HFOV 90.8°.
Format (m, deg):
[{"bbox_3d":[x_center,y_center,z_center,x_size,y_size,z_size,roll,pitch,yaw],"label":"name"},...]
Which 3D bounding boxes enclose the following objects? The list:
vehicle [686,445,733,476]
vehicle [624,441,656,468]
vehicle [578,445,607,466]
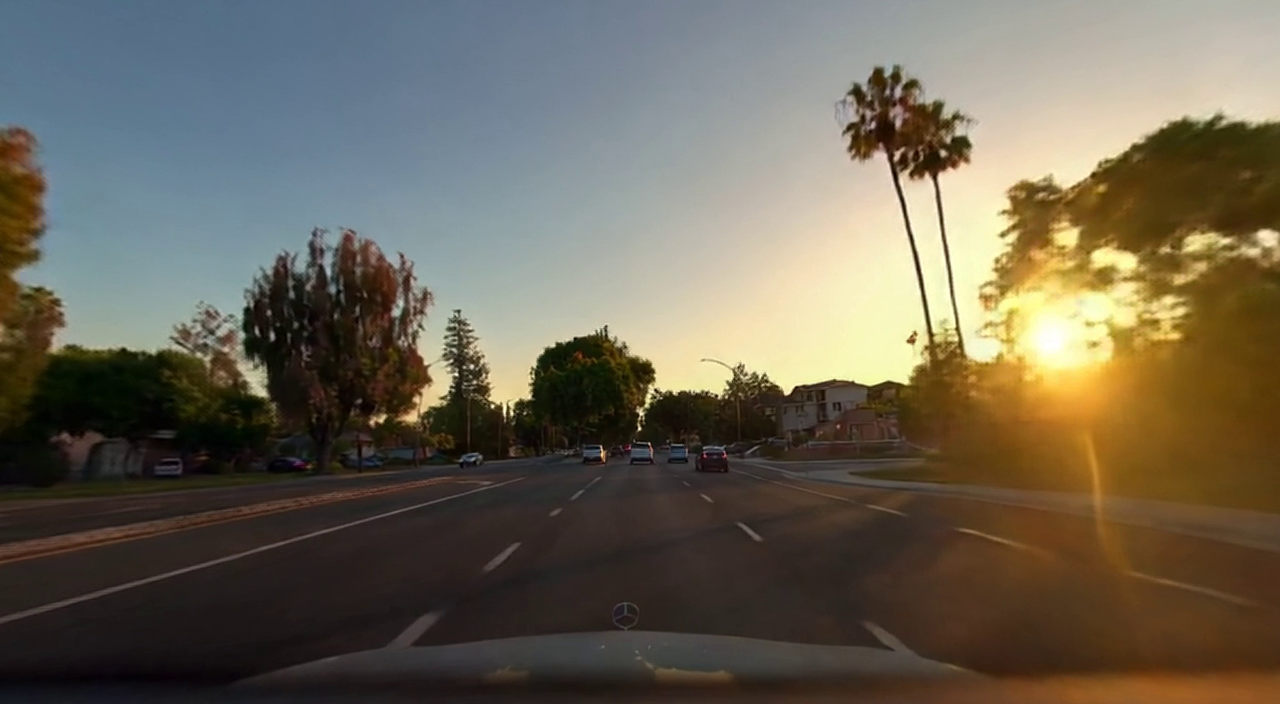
[{"bbox_3d":[3.425,5.423,31.892,1.830,1.451,4.009,0,-8,-1],"label":"vehicle"},{"bbox_3d":[-0.038,6.979,43.247,2.043,1.734,4.253,0,-8,-1],"label":"vehicle"},{"bbox_3d":[-3.608,7.940,48.701,2.000,1.569,3.794,0,-8,-1],"label":"vehicle"}]
